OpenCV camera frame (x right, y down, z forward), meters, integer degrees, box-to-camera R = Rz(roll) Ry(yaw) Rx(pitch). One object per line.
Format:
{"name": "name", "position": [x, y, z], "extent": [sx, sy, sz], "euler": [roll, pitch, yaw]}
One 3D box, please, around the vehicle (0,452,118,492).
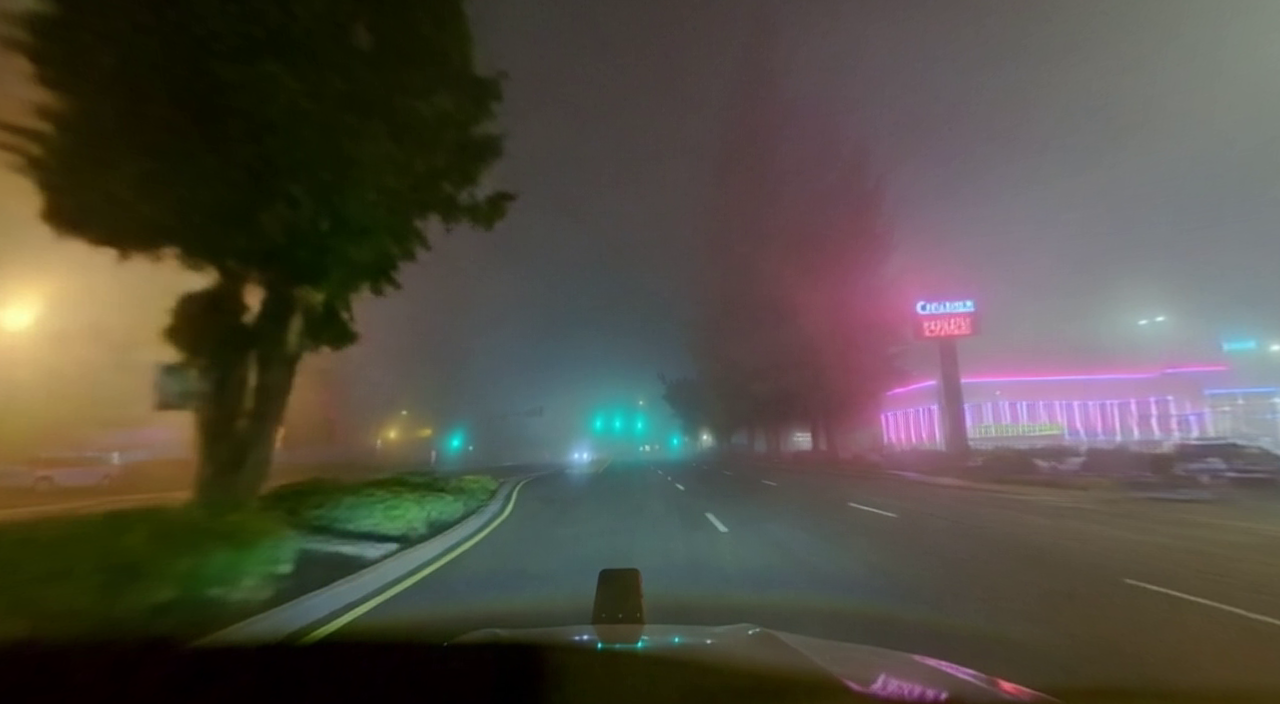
{"name": "vehicle", "position": [-27.134, 5.414, 28.753], "extent": [4.731, 1.677, 1.999], "euler": [4, -10, -28]}

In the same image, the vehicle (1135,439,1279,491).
{"name": "vehicle", "position": [19.579, 3.703, 20.949], "extent": [1.869, 1.481, 4.459], "euler": [1, -9, -25]}
